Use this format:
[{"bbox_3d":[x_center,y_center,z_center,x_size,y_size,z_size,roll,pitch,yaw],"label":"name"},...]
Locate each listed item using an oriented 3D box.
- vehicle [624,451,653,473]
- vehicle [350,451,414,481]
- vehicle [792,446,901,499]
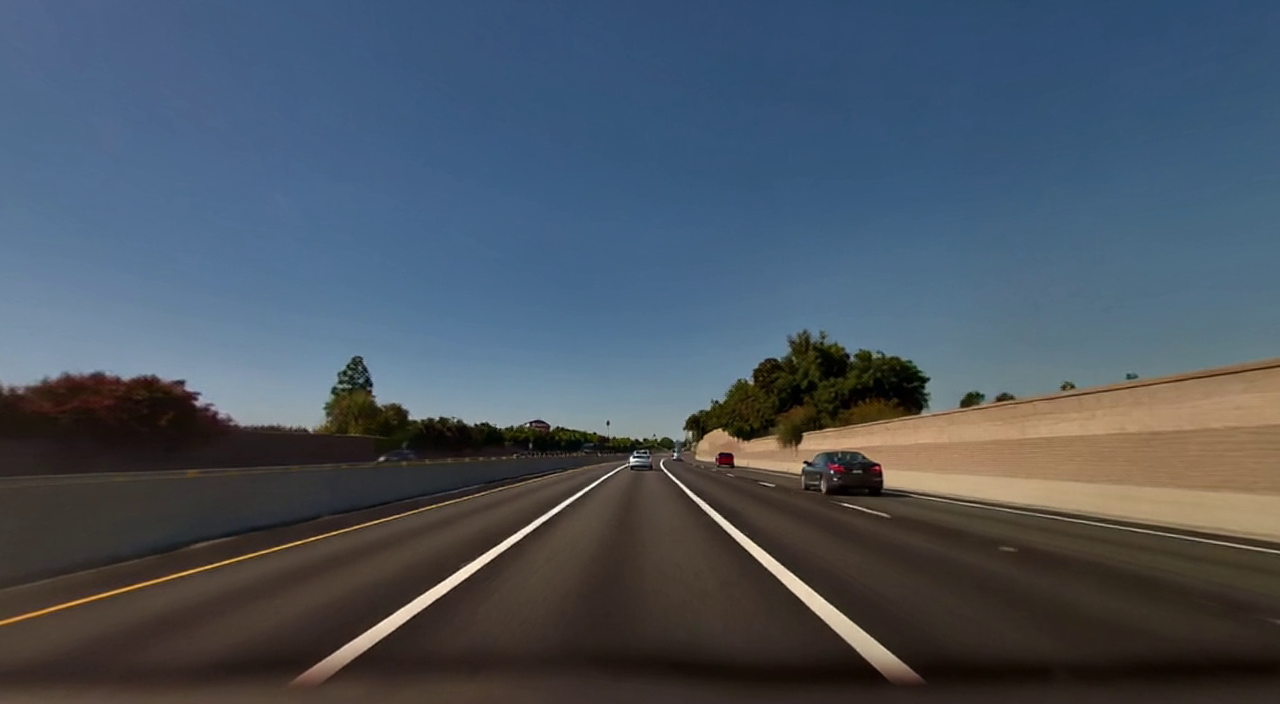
[{"bbox_3d":[-0.077,8.101,46.269,2.025,1.526,4.181,0,-9,0],"label":"vehicle"},{"bbox_3d":[-15.373,6.785,37.623,1.914,1.628,4.521,-1,-9,1],"label":"vehicle"},{"bbox_3d":[6.750,3.964,21.079,2.008,1.533,4.592,0,-9,-1],"label":"vehicle"}]
